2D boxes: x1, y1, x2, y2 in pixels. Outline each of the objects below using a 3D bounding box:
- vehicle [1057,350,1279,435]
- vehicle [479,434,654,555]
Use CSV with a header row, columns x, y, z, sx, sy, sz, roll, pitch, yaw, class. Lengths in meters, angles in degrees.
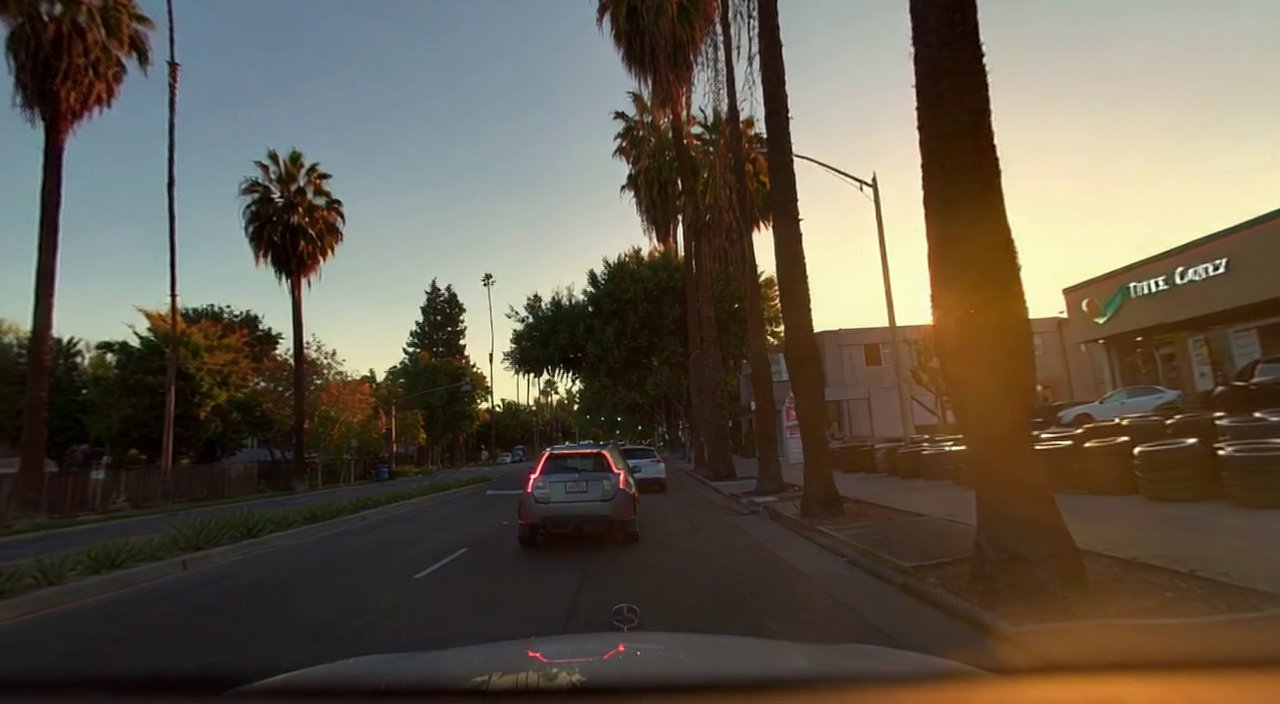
x,y,z,sx,sy,sz,roll,pitch,yaw,class
13.385,1.194,16.349,1.854,1.693,4.798,-1,-10,0,vehicle
-0.972,2.087,9.983,2.169,1.495,4.048,0,-8,-2,vehicle
